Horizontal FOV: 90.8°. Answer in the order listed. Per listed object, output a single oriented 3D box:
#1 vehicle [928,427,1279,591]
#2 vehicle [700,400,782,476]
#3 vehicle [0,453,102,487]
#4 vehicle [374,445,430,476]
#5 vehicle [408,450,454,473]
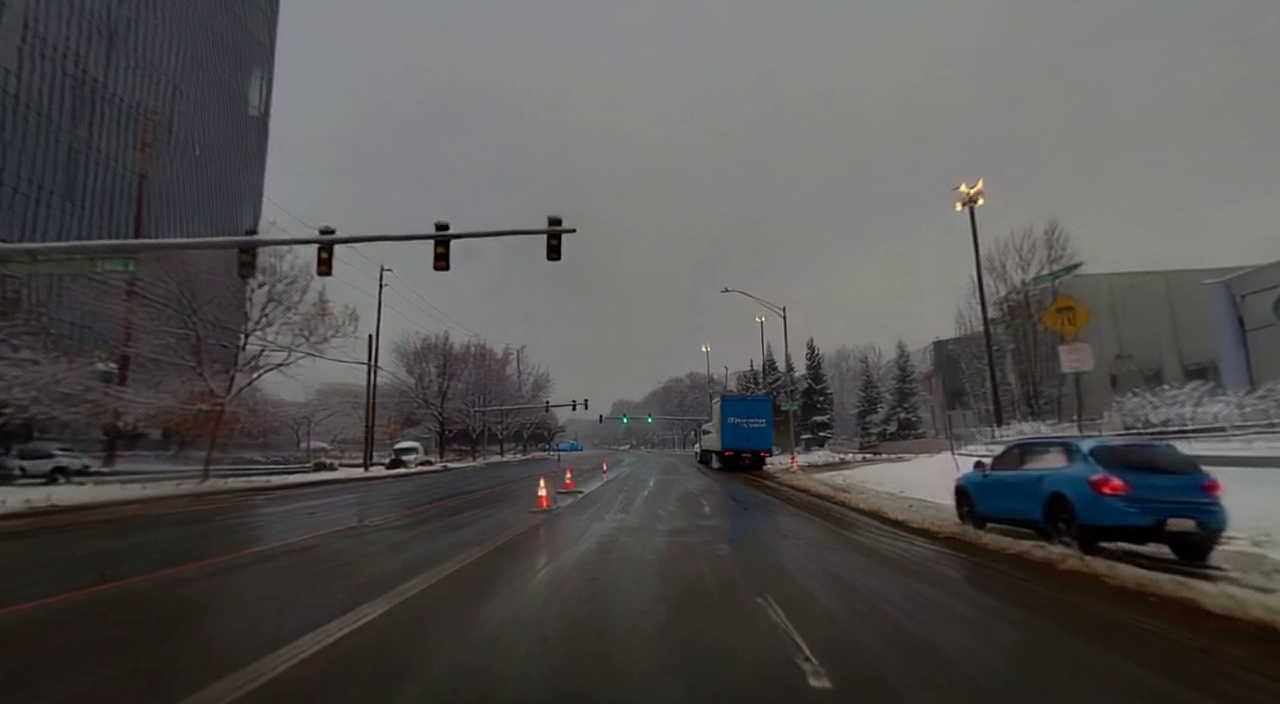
[{"bbox_3d":[6.094,1.906,8.610,2.098,1.619,4.433,0,-9,-2],"label":"vehicle"},{"bbox_3d":[5.757,5.226,37.955,3.176,3.913,9.805,0,-9,-1],"label":"vehicle"},{"bbox_3d":[-25.368,4.933,26.486,3.905,1.345,1.737,0,-9,-2],"label":"vehicle"},{"bbox_3d":[-16.487,7.515,43.988,1.937,1.984,4.928,0,-9,0],"label":"vehicle"},{"bbox_3d":[-16.421,8.590,49.845,1.925,1.665,4.893,0,-9,0],"label":"vehicle"}]
